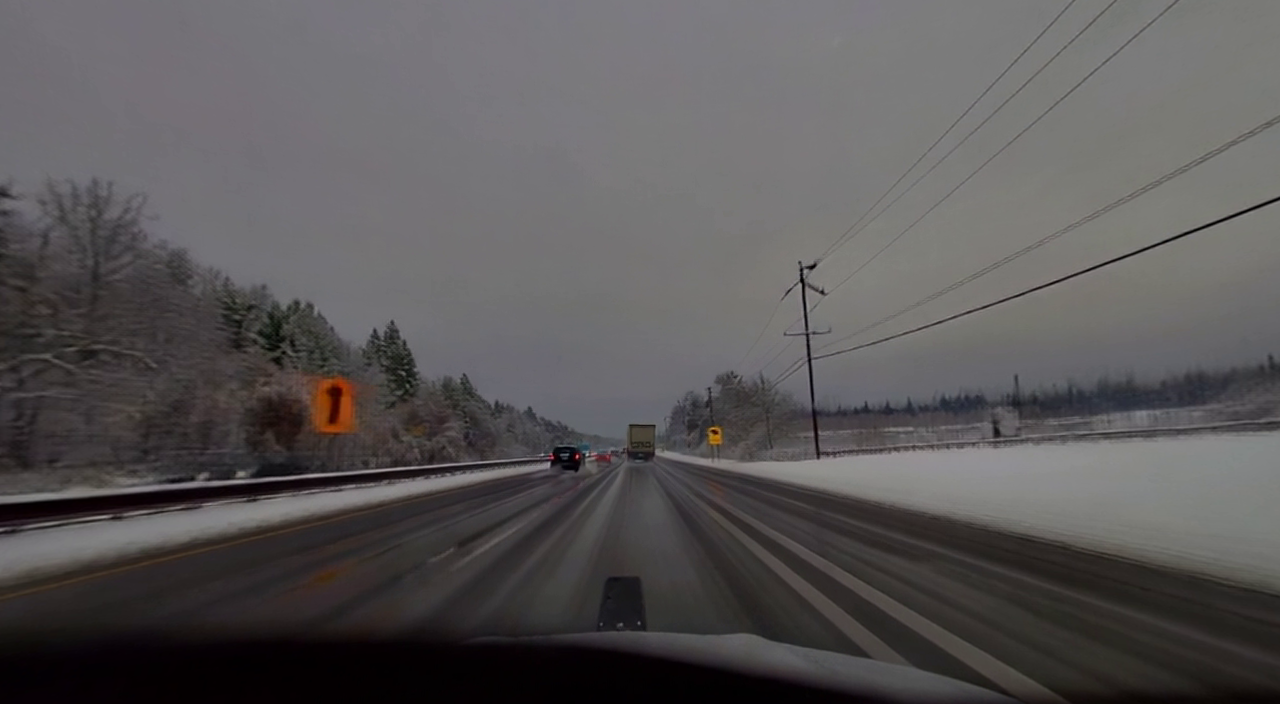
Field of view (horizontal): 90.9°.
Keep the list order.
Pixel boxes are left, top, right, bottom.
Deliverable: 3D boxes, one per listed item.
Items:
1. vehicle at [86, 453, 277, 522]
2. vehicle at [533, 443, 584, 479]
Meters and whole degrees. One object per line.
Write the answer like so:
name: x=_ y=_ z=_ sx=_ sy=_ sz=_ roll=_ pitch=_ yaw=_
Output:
vehicle: x=-12.339 y=3.622 z=17.452 sx=1.849 sy=1.593 sz=4.548 roll=0 pitch=-9 yaw=0
vehicle: x=-4.201 y=5.647 z=32.991 sx=2.111 sy=1.735 sz=4.066 roll=0 pitch=-9 yaw=0
